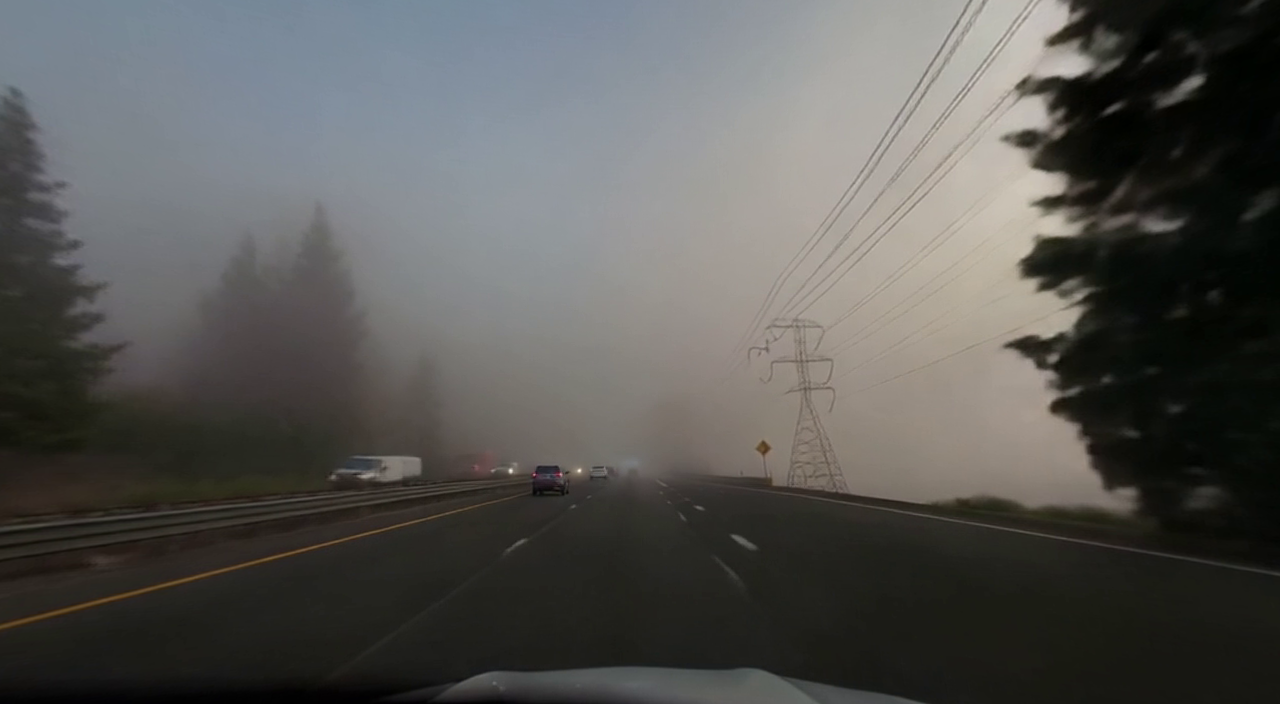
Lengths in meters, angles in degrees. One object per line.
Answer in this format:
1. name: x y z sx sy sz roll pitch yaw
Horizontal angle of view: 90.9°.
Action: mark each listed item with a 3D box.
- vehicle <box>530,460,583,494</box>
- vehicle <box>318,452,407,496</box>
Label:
1. vehicle: -4.037 6.149 31.052 1.963 1.501 4.227 1 -10 1
2. vehicle: -12.850 5.705 29.531 2.106 1.829 4.287 1 -10 0
